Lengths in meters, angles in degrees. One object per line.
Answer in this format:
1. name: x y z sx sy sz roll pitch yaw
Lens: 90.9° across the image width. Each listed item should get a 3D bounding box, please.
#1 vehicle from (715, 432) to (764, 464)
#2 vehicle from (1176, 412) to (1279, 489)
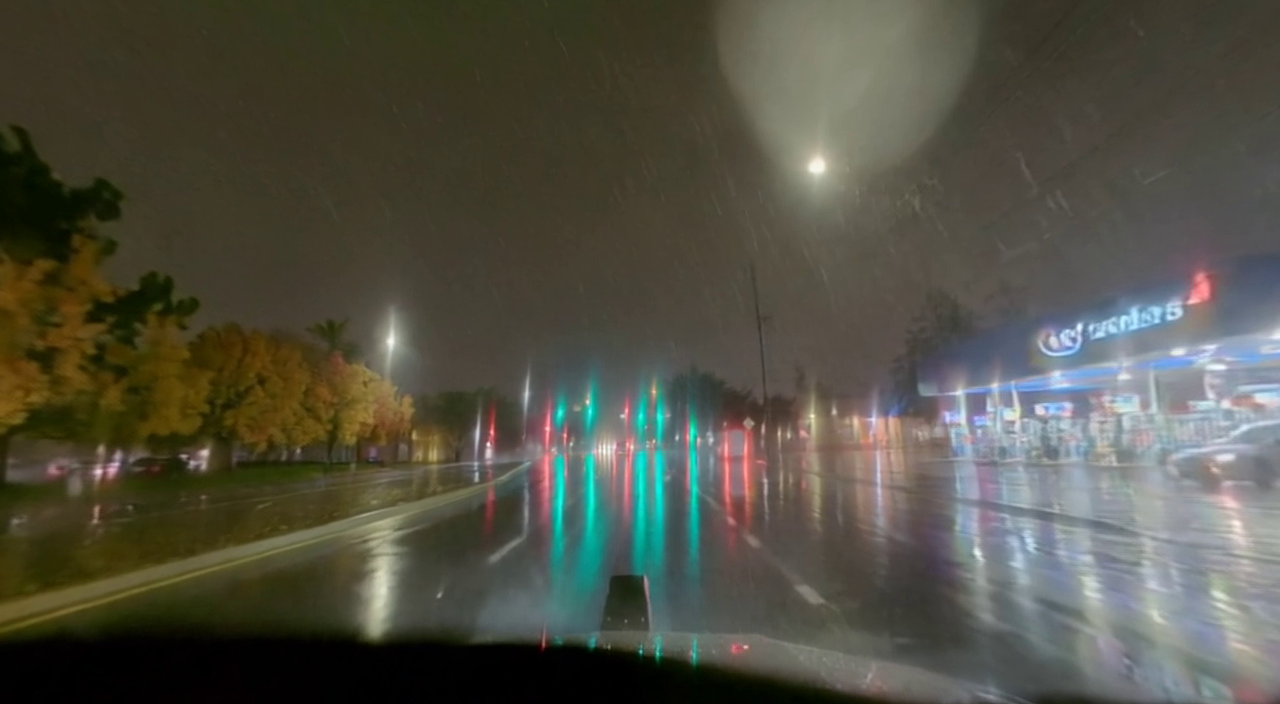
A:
1. vehicle: 7.724 7.554 49.829 2.764 2.327 6.492 0 -8 0
2. vehicle: 15.917 2.413 15.531 4.399 1.686 1.970 3 -9 -19
